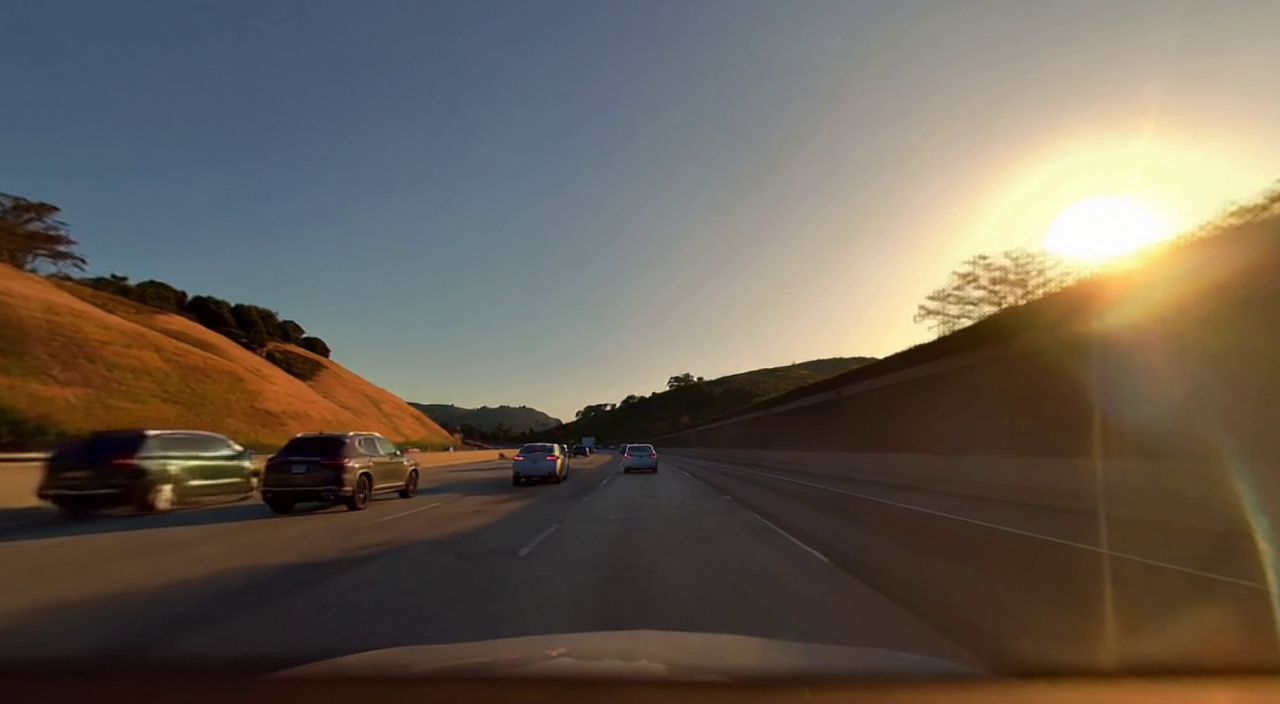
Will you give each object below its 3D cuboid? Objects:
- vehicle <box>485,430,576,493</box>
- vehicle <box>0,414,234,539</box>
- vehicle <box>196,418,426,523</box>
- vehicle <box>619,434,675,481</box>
[{"bbox_3d":[-3.437,3.550,20.769,2.093,1.820,4.506,0,-9,1],"label":"vehicle"},{"bbox_3d":[-10.996,2.343,12.549,2.230,1.928,5.333,0,-9,0],"label":"vehicle"},{"bbox_3d":[-6.751,2.497,13.870,2.108,1.856,5.214,0,-9,1],"label":"vehicle"},{"bbox_3d":[0.252,4.506,27.155,2.233,1.804,4.273,0,-9,-1],"label":"vehicle"}]
